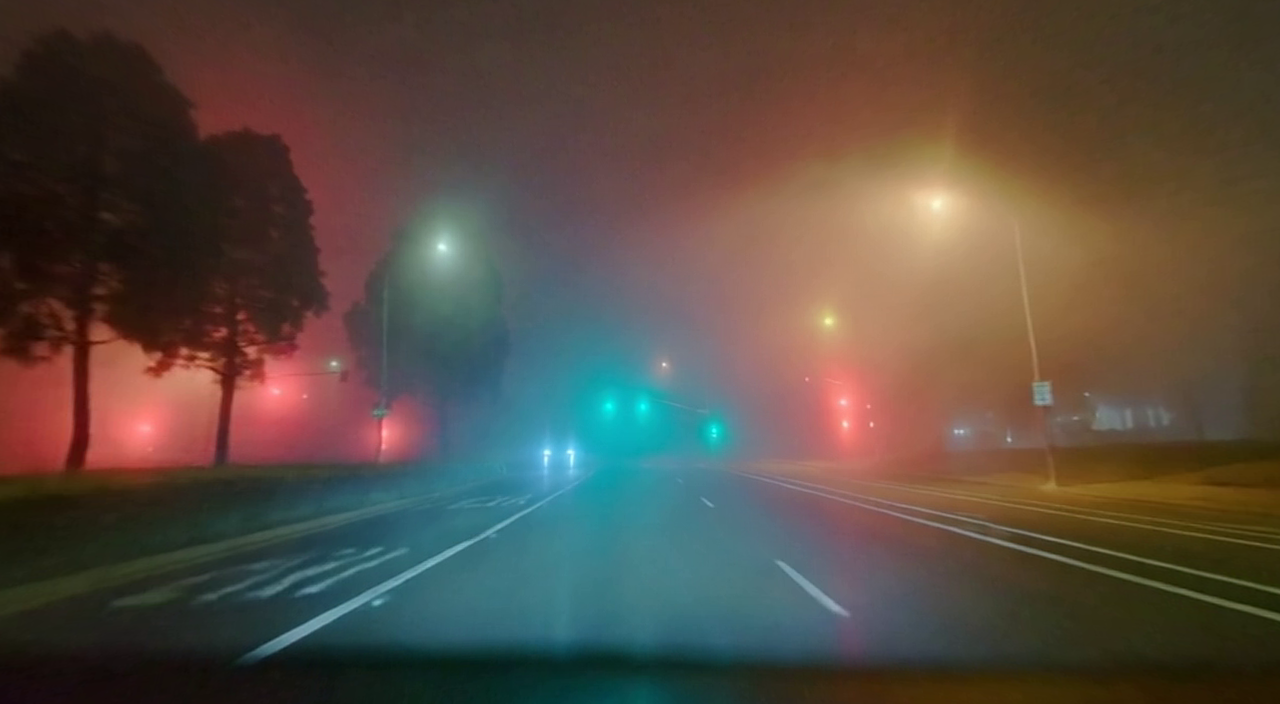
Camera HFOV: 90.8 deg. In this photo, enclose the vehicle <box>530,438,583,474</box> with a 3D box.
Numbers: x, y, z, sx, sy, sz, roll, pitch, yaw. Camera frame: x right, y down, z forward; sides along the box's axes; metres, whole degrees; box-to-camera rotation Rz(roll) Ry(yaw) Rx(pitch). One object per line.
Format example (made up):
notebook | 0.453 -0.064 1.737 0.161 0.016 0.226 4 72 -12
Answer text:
vehicle | -4.288 5.425 33.190 2.156 1.722 4.484 -1 -8 1
